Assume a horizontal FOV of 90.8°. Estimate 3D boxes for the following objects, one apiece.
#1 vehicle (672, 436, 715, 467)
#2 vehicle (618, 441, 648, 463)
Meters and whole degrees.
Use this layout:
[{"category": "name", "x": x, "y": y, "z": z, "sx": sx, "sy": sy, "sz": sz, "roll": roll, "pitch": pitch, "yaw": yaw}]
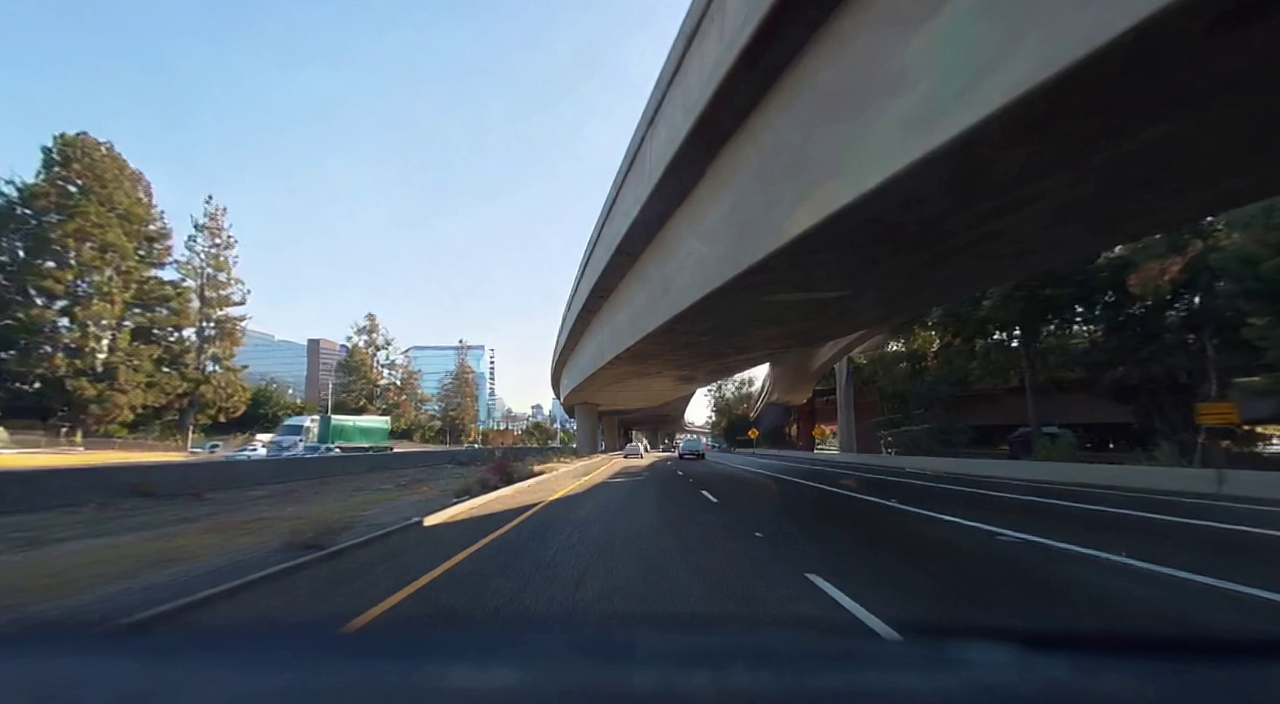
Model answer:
[{"category": "vehicle", "x": 3.290, "y": 6.244, "z": 39.780, "sx": 2.226, "sy": 1.779, "sz": 4.835, "roll": 0, "pitch": -9, "yaw": -1}, {"category": "vehicle", "x": -0.483, "y": 7.242, "z": 45.766, "sx": 2.046, "sy": 1.475, "sz": 3.784, "roll": 0, "pitch": -9, "yaw": 1}]
